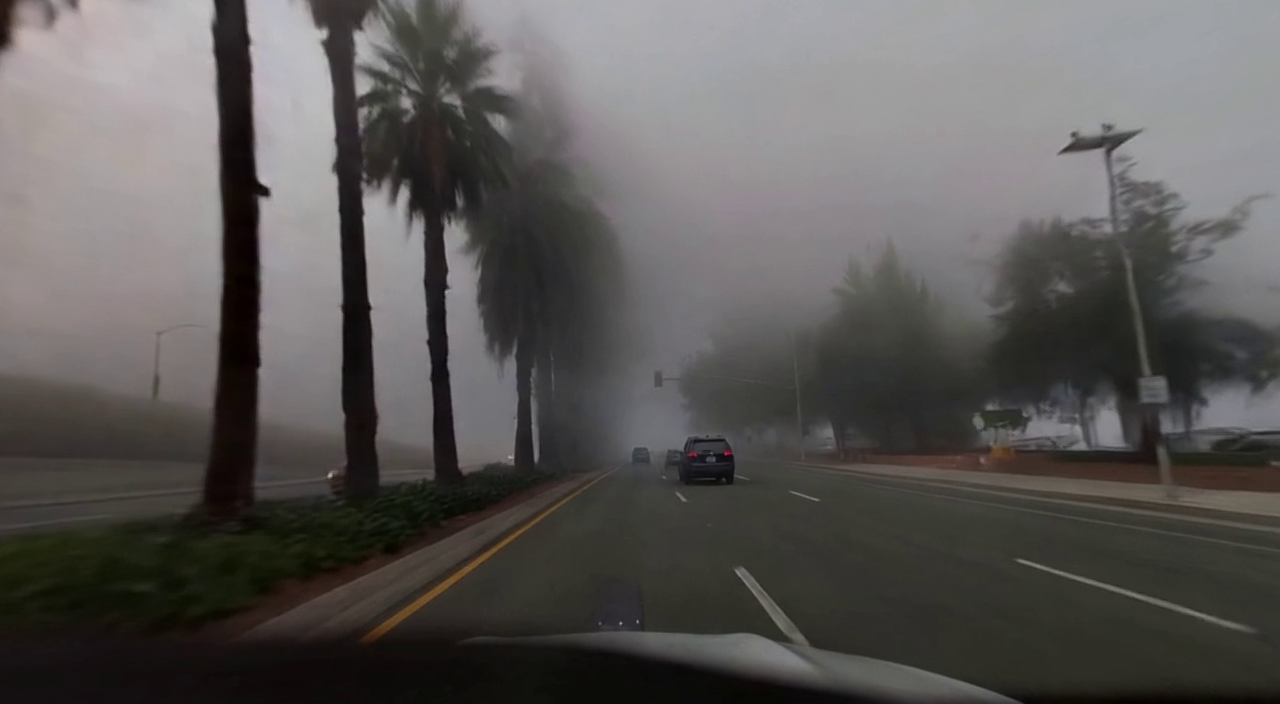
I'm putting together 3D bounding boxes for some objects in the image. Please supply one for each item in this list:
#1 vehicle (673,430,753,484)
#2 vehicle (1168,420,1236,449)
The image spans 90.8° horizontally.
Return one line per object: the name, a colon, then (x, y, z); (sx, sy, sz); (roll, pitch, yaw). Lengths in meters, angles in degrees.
vehicle: (2.890, 4.390, 26.568); (2.559, 2.017, 5.562); (0, -9, -1)
vehicle: (35.150, 5.233, 39.659); (2.287, 1.669, 4.382); (-6, -10, 31)
